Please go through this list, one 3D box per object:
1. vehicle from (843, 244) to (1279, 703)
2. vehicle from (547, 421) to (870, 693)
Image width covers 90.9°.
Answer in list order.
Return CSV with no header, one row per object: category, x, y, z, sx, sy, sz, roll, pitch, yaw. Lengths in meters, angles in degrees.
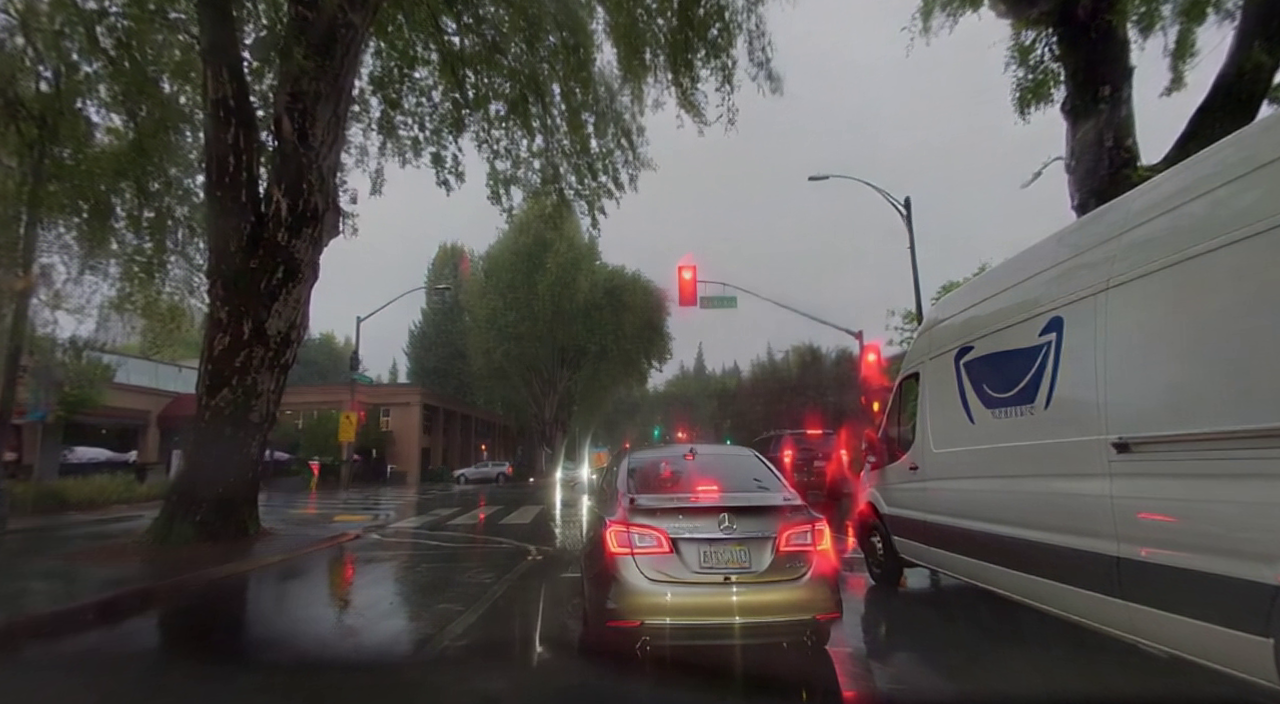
vehicle,2.857,0.897,2.900,2.054,1.965,5.248,1,-11,0
vehicle,0.379,1.591,5.735,1.961,1.629,3.610,1,-10,-1
